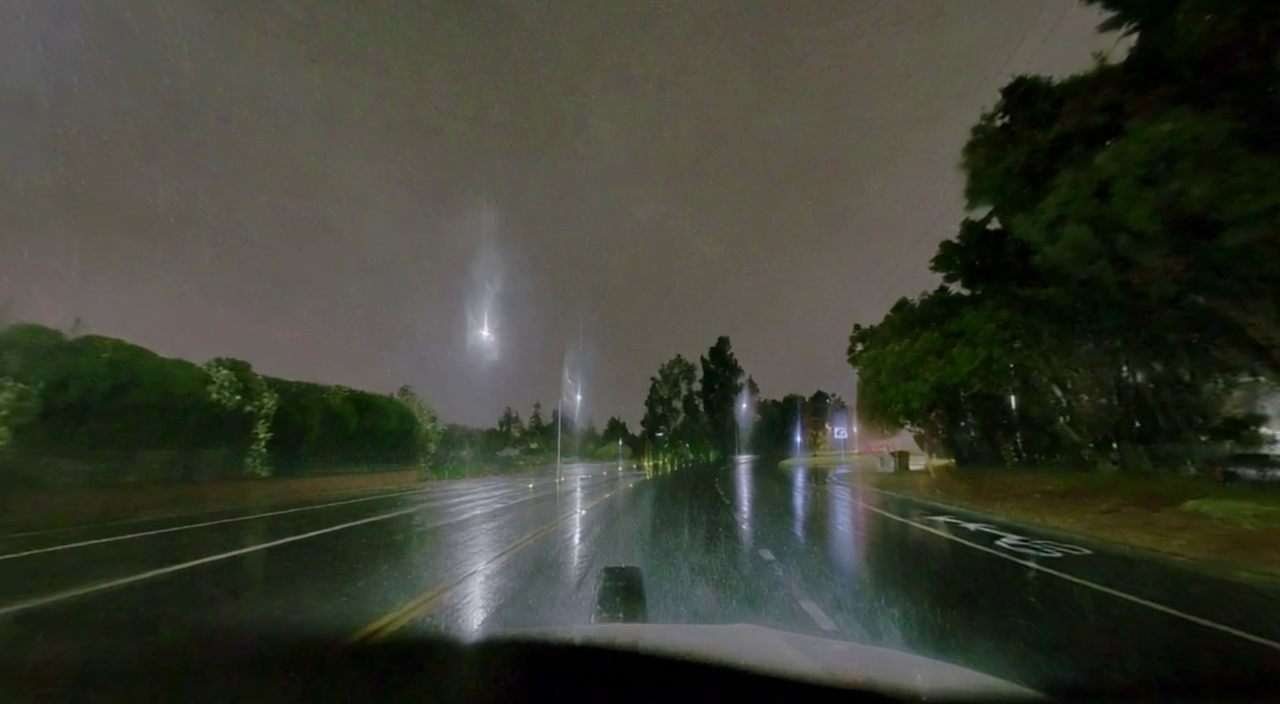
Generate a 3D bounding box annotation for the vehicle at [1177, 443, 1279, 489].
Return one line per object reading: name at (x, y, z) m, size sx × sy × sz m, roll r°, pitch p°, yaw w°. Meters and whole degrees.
vehicle at (20.876, 3.780, 21.001) m, size 4.403 × 1.429 × 1.675 m, roll 0°, pitch -10°, yaw 1°
